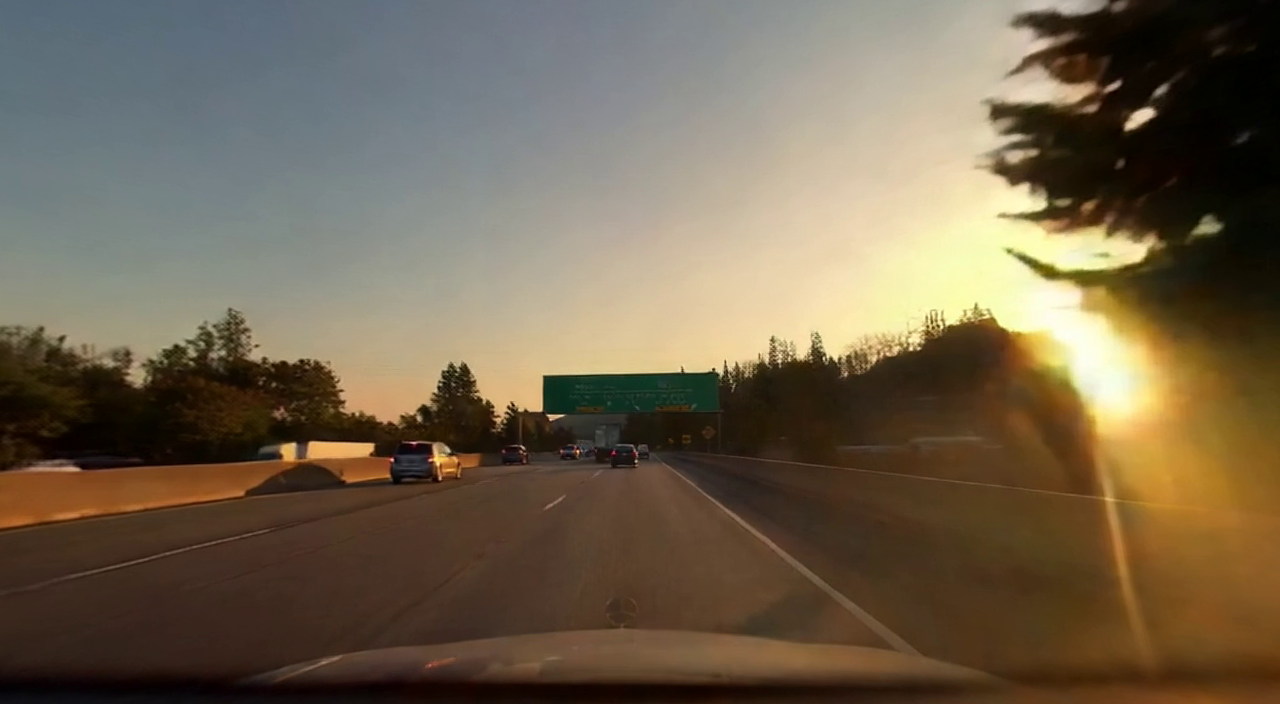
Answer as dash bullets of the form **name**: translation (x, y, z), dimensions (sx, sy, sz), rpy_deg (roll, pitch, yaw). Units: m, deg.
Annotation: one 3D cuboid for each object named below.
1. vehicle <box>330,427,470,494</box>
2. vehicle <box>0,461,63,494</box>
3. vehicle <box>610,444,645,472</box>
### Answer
- **vehicle**: translation (-7.330, 3.385, 20.043), dimensions (2.115, 1.778, 5.572), rpy_deg (0, -9, 1)
- **vehicle**: translation (-32.551, 6.420, 32.212), dimensions (1.807, 1.510, 4.467), rpy_deg (0, -9, 0)
- **vehicle**: translation (-0.693, 6.265, 37.518), dimensions (1.931, 1.528, 4.126), rpy_deg (0, -9, 1)
